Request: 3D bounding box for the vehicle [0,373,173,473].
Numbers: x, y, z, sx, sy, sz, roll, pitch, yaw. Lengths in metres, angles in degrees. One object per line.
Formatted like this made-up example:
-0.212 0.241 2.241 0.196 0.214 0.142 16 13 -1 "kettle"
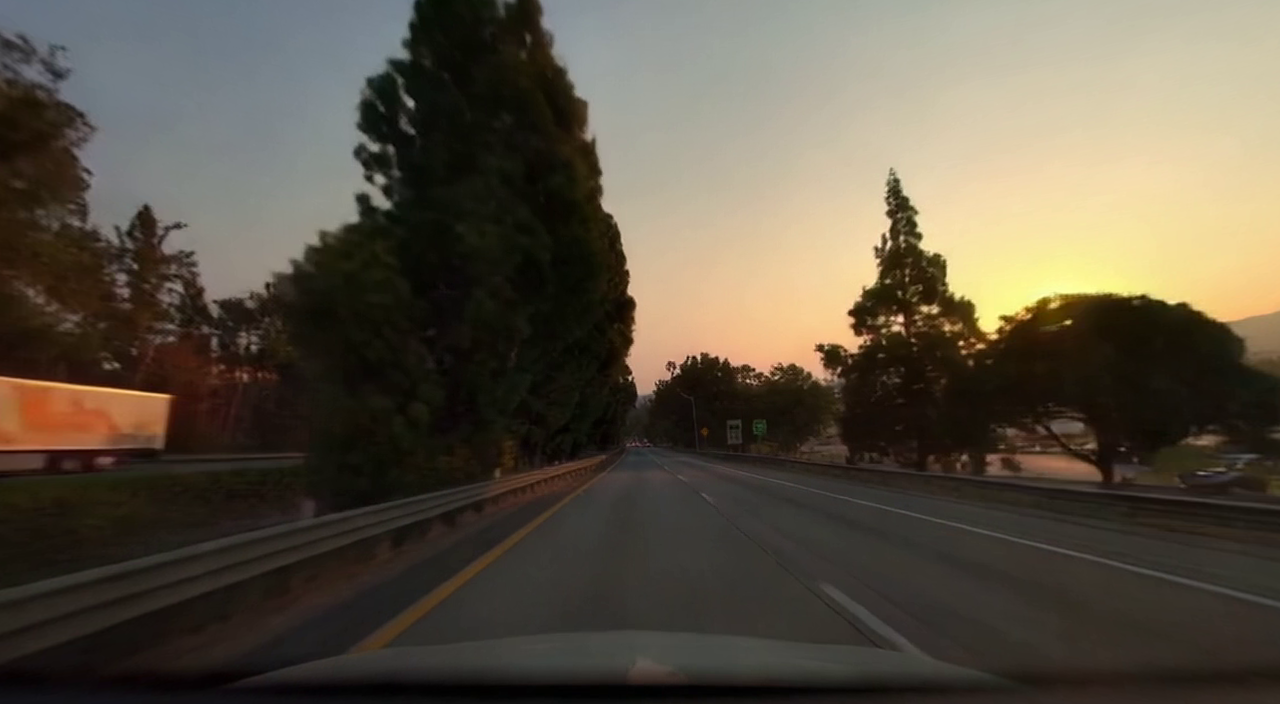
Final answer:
-28.477 3.175 27.709 2.960 4.169 16.960 0 -8 0 "vehicle"
